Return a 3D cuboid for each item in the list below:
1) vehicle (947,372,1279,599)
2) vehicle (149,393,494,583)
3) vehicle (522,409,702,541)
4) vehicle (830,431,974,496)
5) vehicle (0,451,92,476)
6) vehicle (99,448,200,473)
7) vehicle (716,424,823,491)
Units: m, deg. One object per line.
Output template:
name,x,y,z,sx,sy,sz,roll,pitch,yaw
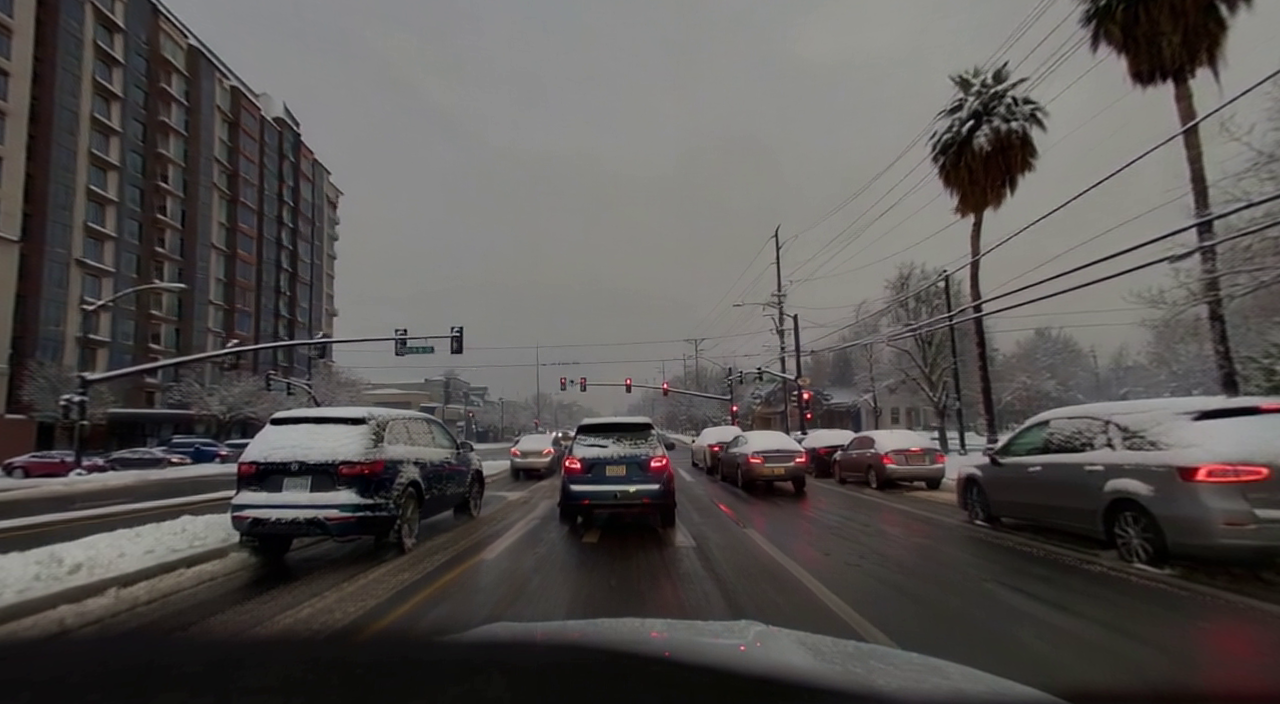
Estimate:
vehicle,6.459,1.555,8.276,2.130,1.979,5.310,0,-8,0
vehicle,-3.524,1.607,8.244,2.136,1.779,4.417,0,-8,1
vehicle,-0.409,1.893,10.292,2.302,1.681,4.217,0,-8,-2
vehicle,6.561,2.835,16.413,1.764,1.451,4.300,0,-8,-2
vehicle,-42.452,7.908,44.884,4.867,1.689,1.971,1,-8,-8
vehicle,-35.667,7.892,46.079,5.422,1.765,1.937,1,-8,-8
vehicle,3.349,2.835,17.200,1.975,1.598,4.025,0,-8,-1
